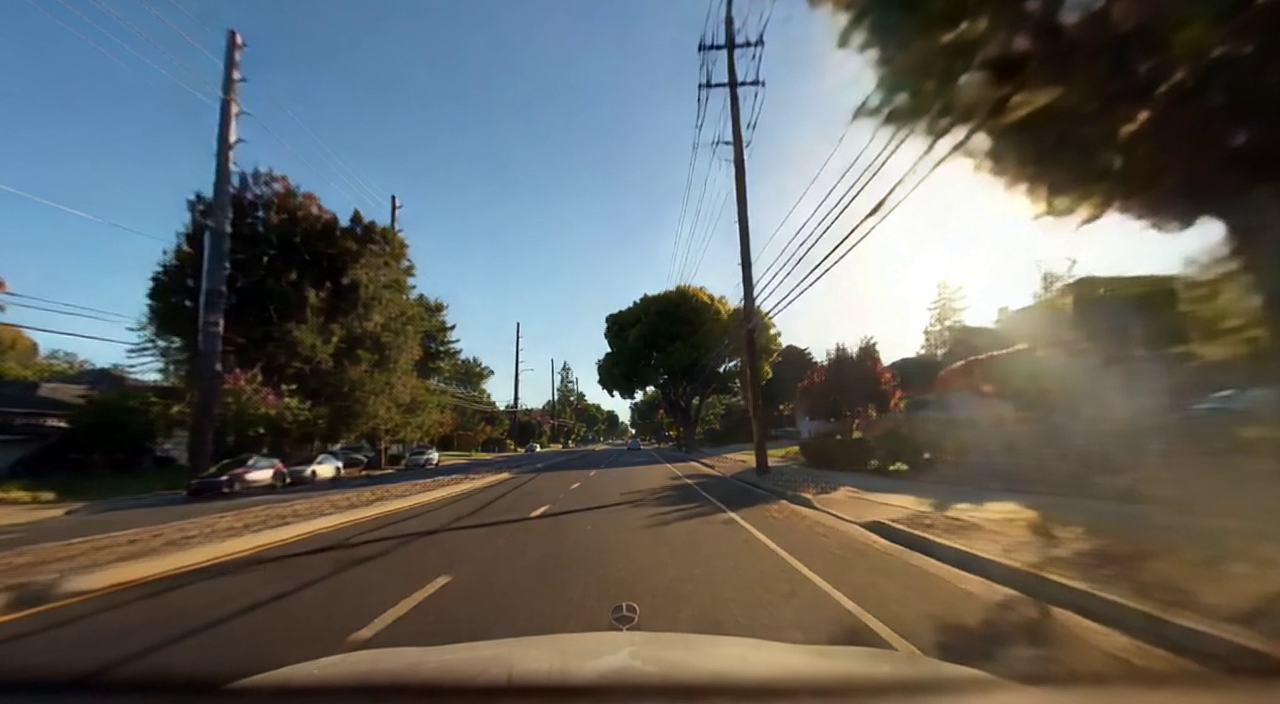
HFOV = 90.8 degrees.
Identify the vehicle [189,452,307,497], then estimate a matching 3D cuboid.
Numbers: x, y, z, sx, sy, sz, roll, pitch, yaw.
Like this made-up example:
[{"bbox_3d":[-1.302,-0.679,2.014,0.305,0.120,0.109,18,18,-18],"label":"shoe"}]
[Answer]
[{"bbox_3d":[-15.911,4.953,25.992,2.031,1.482,4.476,-4,-8,0],"label":"vehicle"}]
